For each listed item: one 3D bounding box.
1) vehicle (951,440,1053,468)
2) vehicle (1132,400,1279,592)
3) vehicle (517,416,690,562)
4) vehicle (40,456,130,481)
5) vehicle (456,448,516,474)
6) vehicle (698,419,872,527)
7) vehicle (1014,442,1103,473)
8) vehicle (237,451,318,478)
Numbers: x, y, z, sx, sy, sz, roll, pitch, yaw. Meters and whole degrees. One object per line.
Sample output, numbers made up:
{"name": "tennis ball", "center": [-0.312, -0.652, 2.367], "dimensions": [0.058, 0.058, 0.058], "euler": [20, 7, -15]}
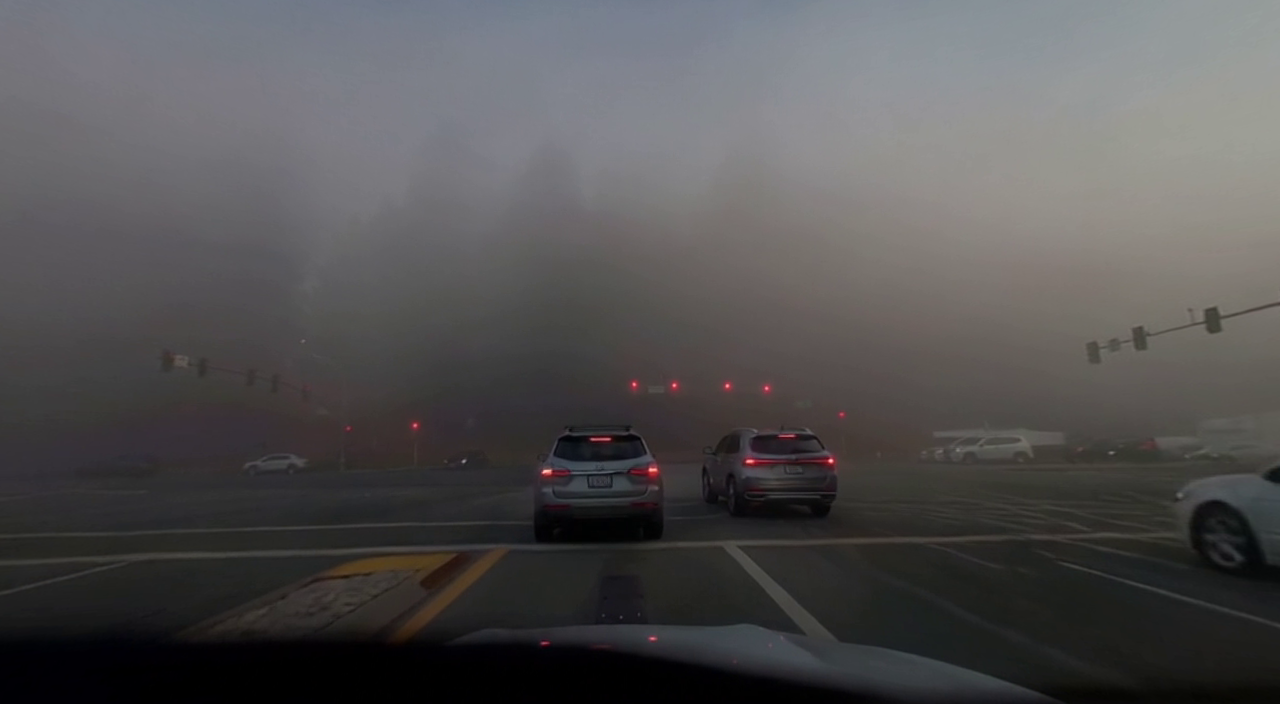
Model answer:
{"name": "vehicle", "center": [25.860, 7.328, 45.292], "dimensions": [5.895, 1.921, 2.150], "euler": [0, -9, 1]}
{"name": "vehicle", "center": [6.059, 1.062, 4.410], "dimensions": [1.690, 1.538, 4.313], "euler": [0, -9, -1]}
{"name": "vehicle", "center": [-0.541, 1.932, 9.622], "dimensions": [2.039, 1.698, 4.144], "euler": [0, -9, -3]}
{"name": "vehicle", "center": [-37.479, 7.834, 42.712], "dimensions": [4.253, 1.610, 1.800], "euler": [0, -9, -1]}
{"name": "vehicle", "center": [-10.191, 7.178, 41.838], "dimensions": [3.771, 1.593, 1.789], "euler": [-6, -11, 36]}
{"name": "vehicle", "center": [2.660, 2.366, 12.885], "dimensions": [2.228, 1.798, 4.370], "euler": [1, -9, -4]}
{"name": "vehicle", "center": [27.253, 6.883, 41.249], "dimensions": [4.322, 1.595, 1.752], "euler": [-6, -10, 2]}
{"name": "vehicle", "center": [-24.057, 7.446, 41.955], "dimensions": [4.318, 1.712, 2.188], "euler": [-3, -9, 19]}
